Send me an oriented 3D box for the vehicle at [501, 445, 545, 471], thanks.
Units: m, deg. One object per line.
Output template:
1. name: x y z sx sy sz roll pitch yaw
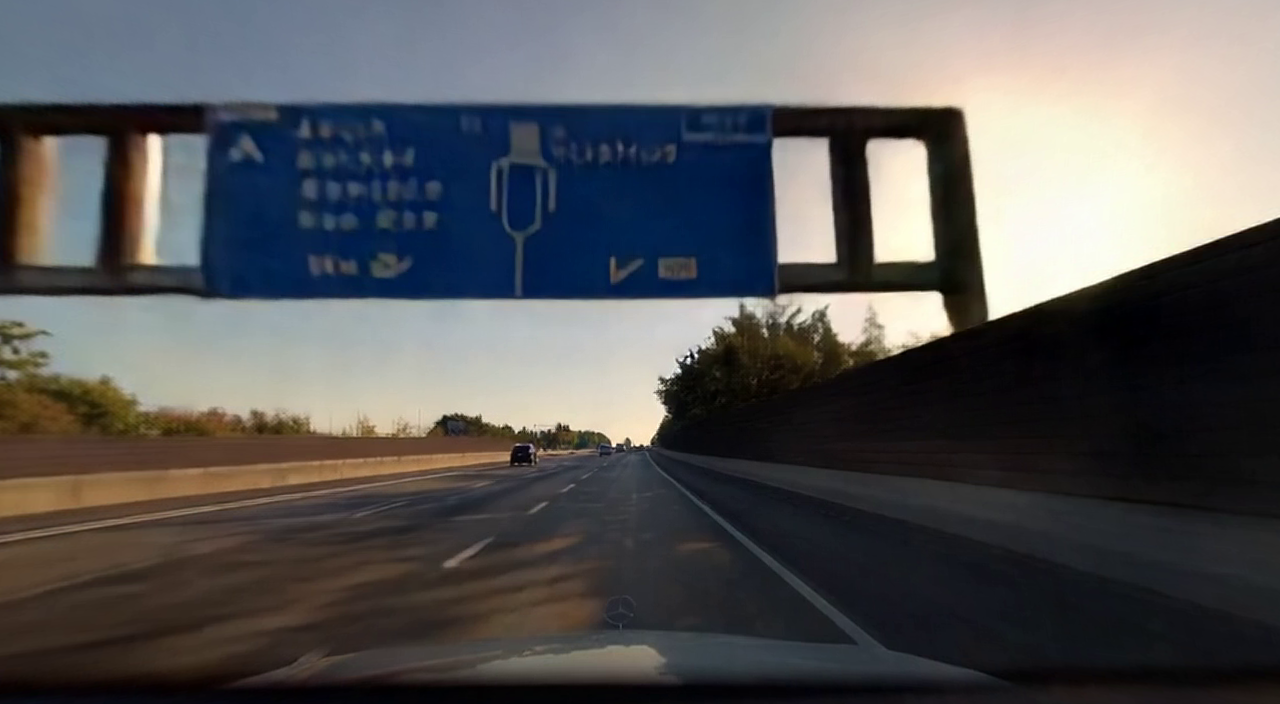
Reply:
1. vehicle: -7.650 6.968 41.603 2.098 1.606 4.227 0 -9 0
